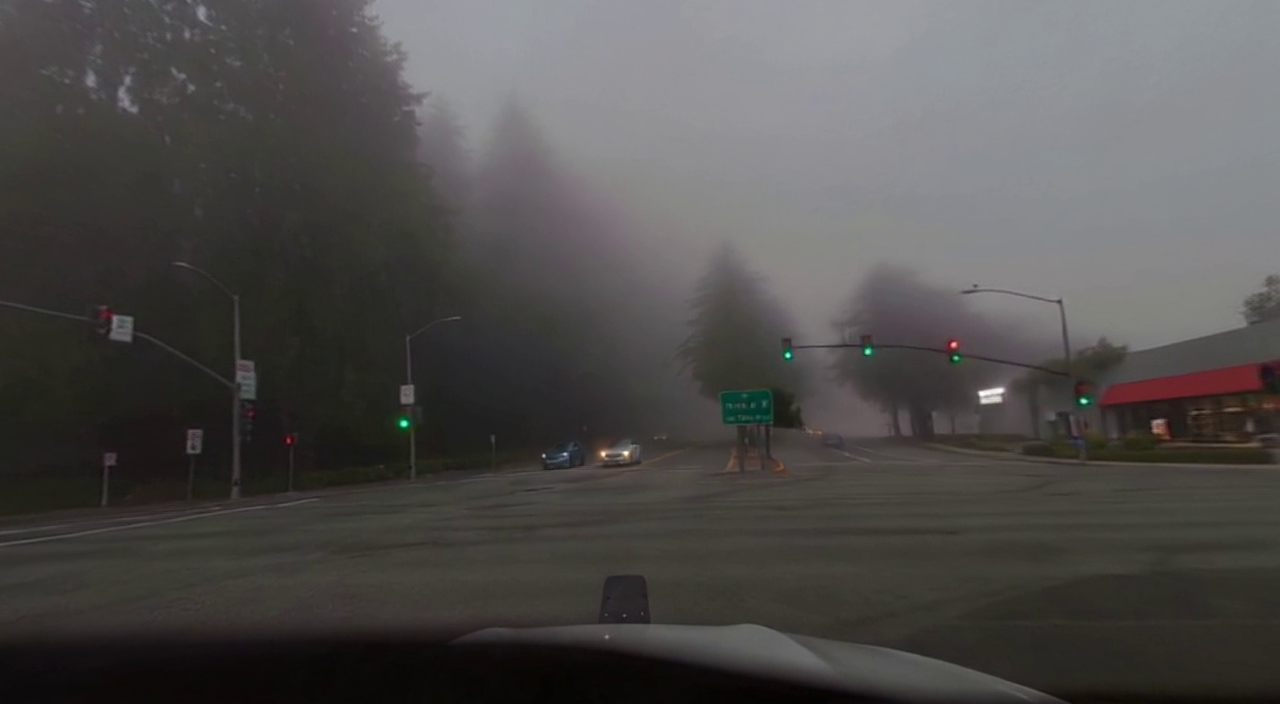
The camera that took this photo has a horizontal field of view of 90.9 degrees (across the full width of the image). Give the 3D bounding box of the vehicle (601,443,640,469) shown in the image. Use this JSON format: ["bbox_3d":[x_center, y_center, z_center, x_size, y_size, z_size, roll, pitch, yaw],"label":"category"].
[{"bbox_3d":[-1.211,6.661,40.556,1.920,1.546,4.086,-1,-9,7],"label":"vehicle"}]

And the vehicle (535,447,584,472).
[{"bbox_3d":[-5.037,6.800,40.003,2.111,1.499,4.371,-1,-9,6],"label":"vehicle"}]
